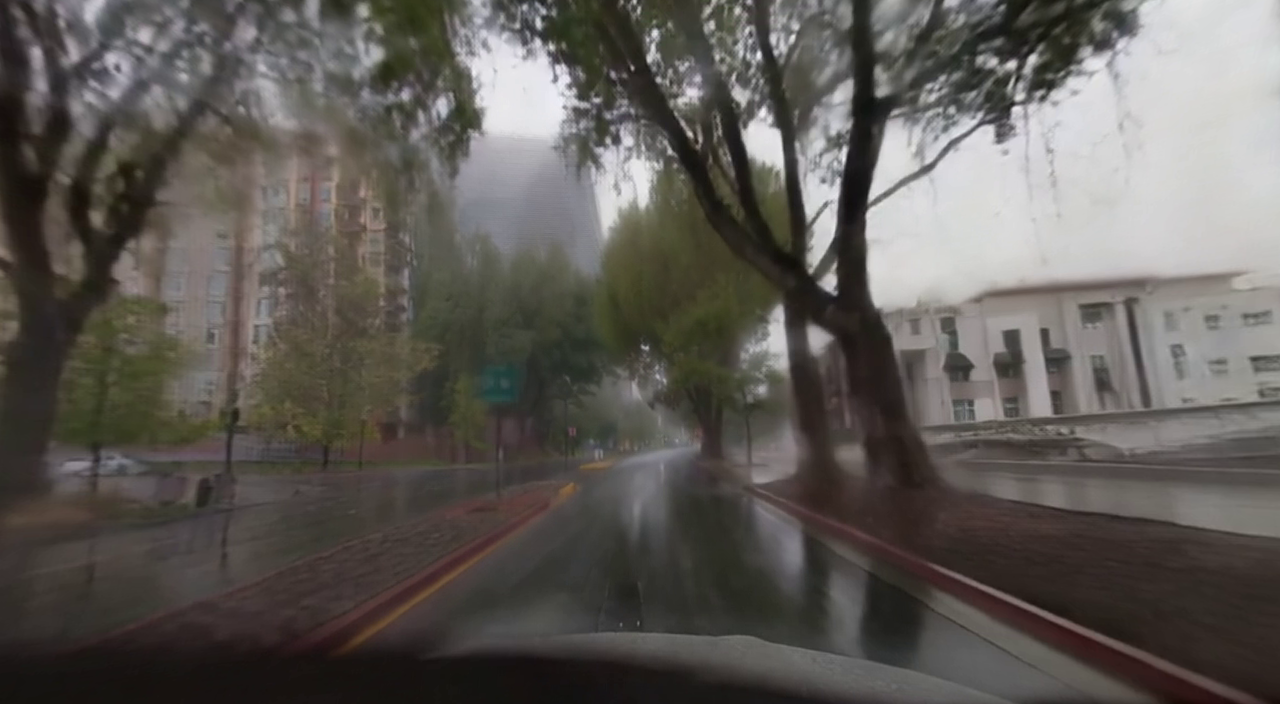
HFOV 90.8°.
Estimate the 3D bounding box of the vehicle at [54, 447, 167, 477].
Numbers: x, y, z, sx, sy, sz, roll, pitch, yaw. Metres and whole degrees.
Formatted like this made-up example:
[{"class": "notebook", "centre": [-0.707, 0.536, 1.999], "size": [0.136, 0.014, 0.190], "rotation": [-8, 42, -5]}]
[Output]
[{"class": "vehicle", "centre": [-28.345, 5.881, 33.897], "size": [4.340, 1.466, 1.938], "rotation": [-1, -8, 1]}]
